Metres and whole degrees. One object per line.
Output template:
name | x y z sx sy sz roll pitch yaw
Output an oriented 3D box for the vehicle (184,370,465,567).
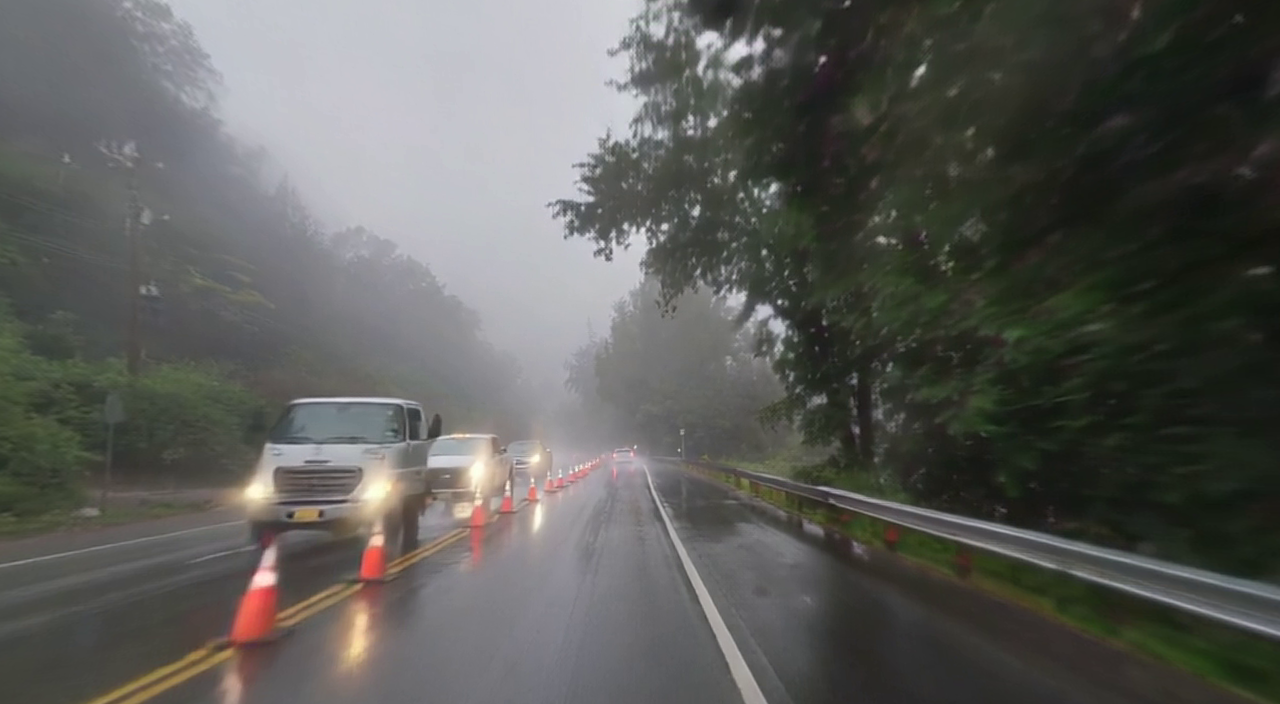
vehicle | -4.572 1.774 10.126 2.380 2.488 4.028 0 -9 -1
